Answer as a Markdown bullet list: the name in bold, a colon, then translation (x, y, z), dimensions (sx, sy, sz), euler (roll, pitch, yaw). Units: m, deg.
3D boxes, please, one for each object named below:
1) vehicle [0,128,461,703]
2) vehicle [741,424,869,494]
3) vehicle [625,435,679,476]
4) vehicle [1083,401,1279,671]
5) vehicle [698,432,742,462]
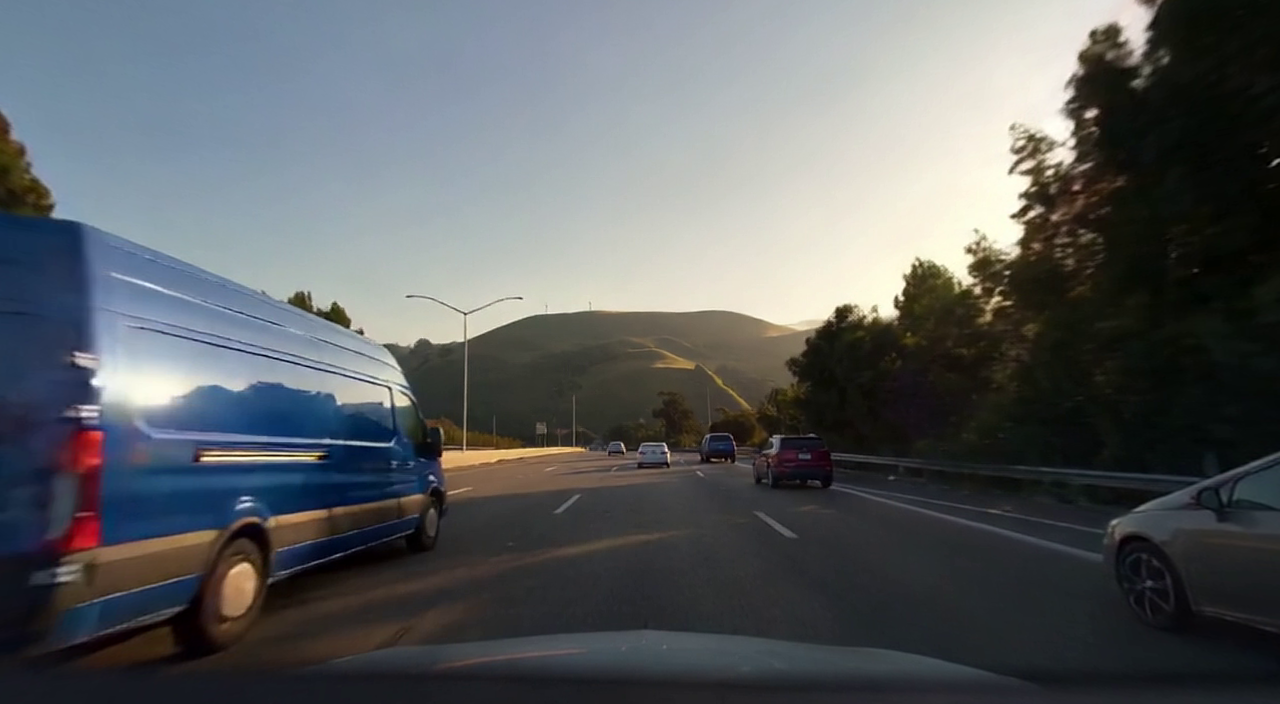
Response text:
- **vehicle**: translation (-3.597, 0.772, 5.452), dimensions (2.396, 2.664, 5.735), euler (-1, -9, 0)
- **vehicle**: translation (4.378, 2.930, 17.539), dimensions (2.270, 1.660, 4.101), euler (-1, -9, -2)
- **vehicle**: translation (0.451, 4.245, 25.902), dimensions (2.054, 1.504, 3.890), euler (-1, -9, 0)
- **vehicle**: translation (4.613, 0.899, 2.793), dimensions (2.050, 1.491, 4.362), euler (-1, -9, -1)
- **vehicle**: translation (5.305, 6.406, 42.554), dimensions (2.229, 1.837, 4.710), euler (-1, -9, -2)
